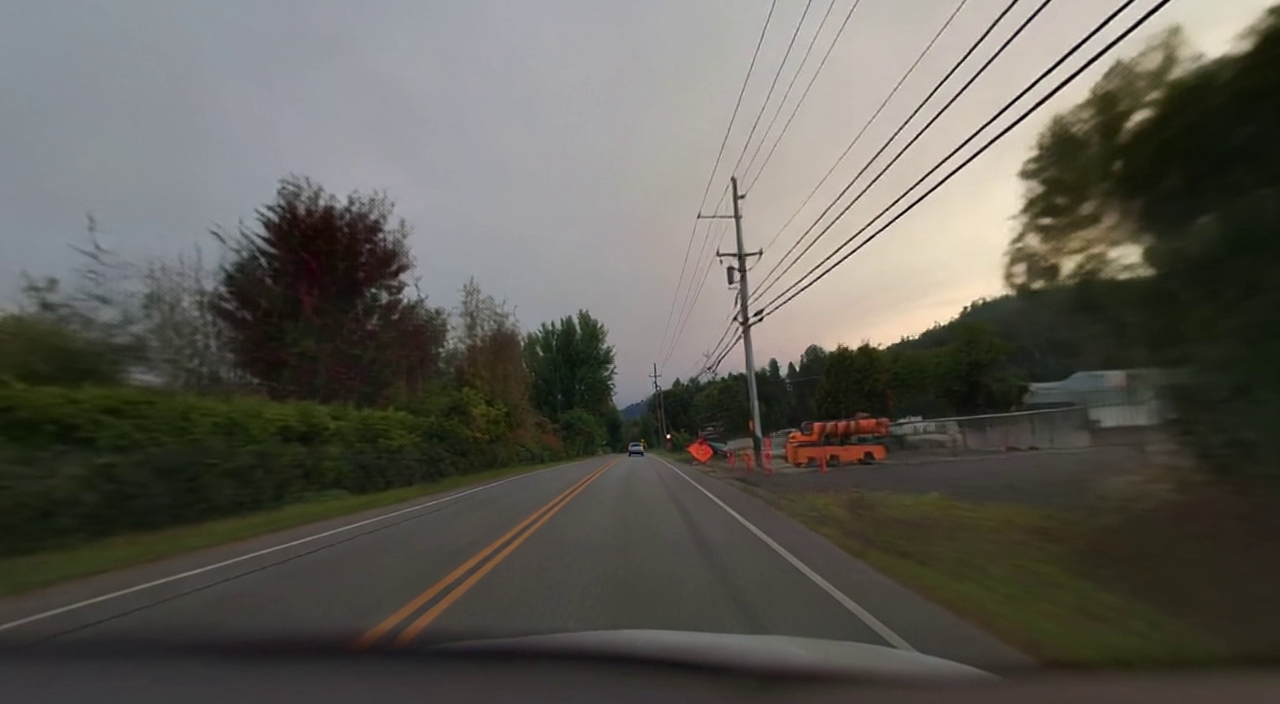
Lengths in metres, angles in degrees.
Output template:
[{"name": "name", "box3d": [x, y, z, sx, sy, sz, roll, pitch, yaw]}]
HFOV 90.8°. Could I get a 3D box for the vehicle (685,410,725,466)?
[{"name": "vehicle", "box3d": [3.956, 5.290, 39.029, 2.374, 3.357, 1.724, 0, -8, 4]}]
